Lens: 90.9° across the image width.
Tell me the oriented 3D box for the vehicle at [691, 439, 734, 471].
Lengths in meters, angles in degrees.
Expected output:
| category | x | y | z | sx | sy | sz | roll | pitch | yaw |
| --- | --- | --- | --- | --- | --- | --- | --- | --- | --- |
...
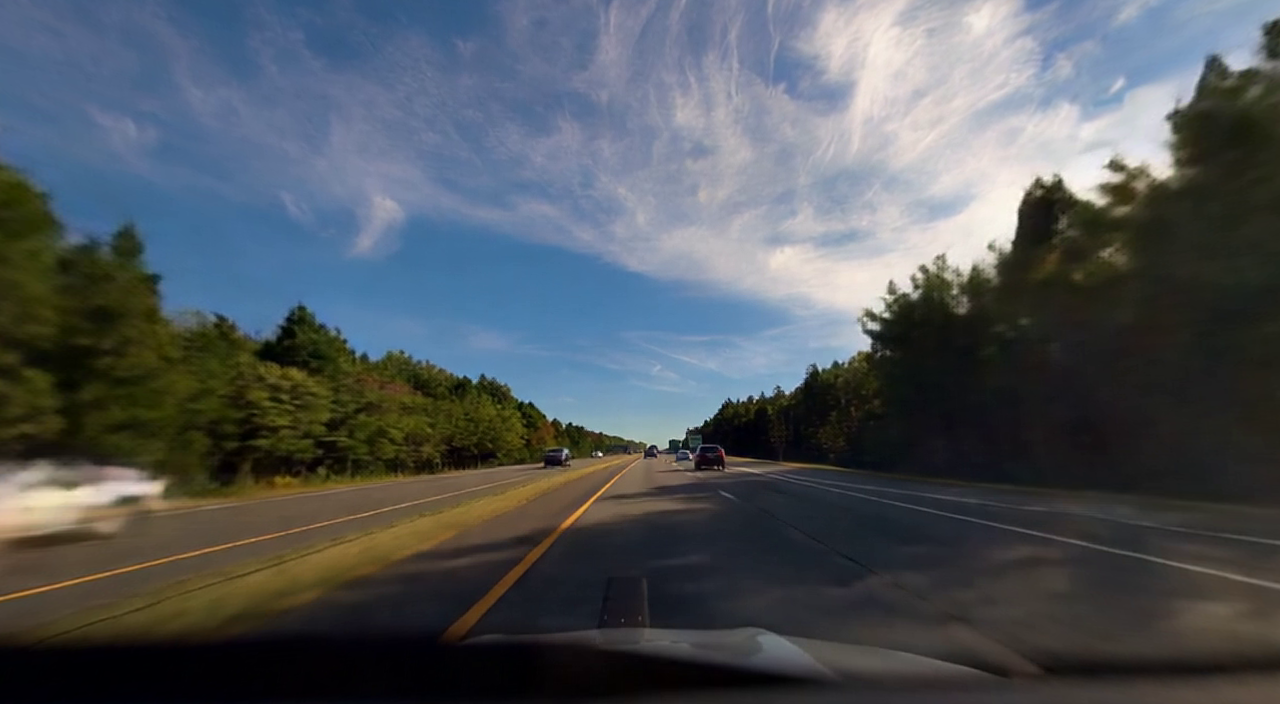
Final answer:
| category | x | y | z | sx | sy | sz | roll | pitch | yaw |
| --- | --- | --- | --- | --- | --- | --- | --- | --- | --- |
| vehicle | 4.695 | 6.768 | 41.505 | 2.189 | 2.007 | 4.872 | 0 | -9 | -1 |
